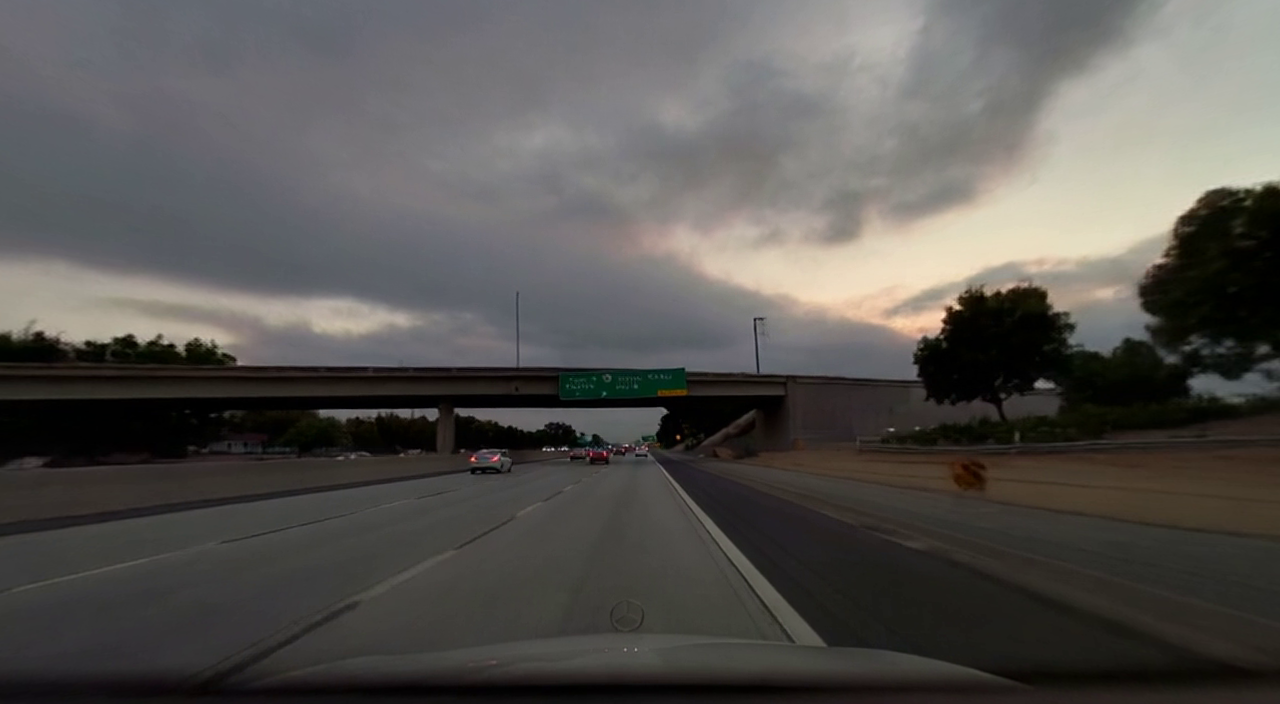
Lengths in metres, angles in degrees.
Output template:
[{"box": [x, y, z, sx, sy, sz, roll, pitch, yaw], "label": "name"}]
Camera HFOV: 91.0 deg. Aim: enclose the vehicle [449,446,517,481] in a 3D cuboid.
[{"box": [-7.401, 5.309, 30.216, 2.002, 1.507, 4.631, 0, -9, 1], "label": "vehicle"}]
